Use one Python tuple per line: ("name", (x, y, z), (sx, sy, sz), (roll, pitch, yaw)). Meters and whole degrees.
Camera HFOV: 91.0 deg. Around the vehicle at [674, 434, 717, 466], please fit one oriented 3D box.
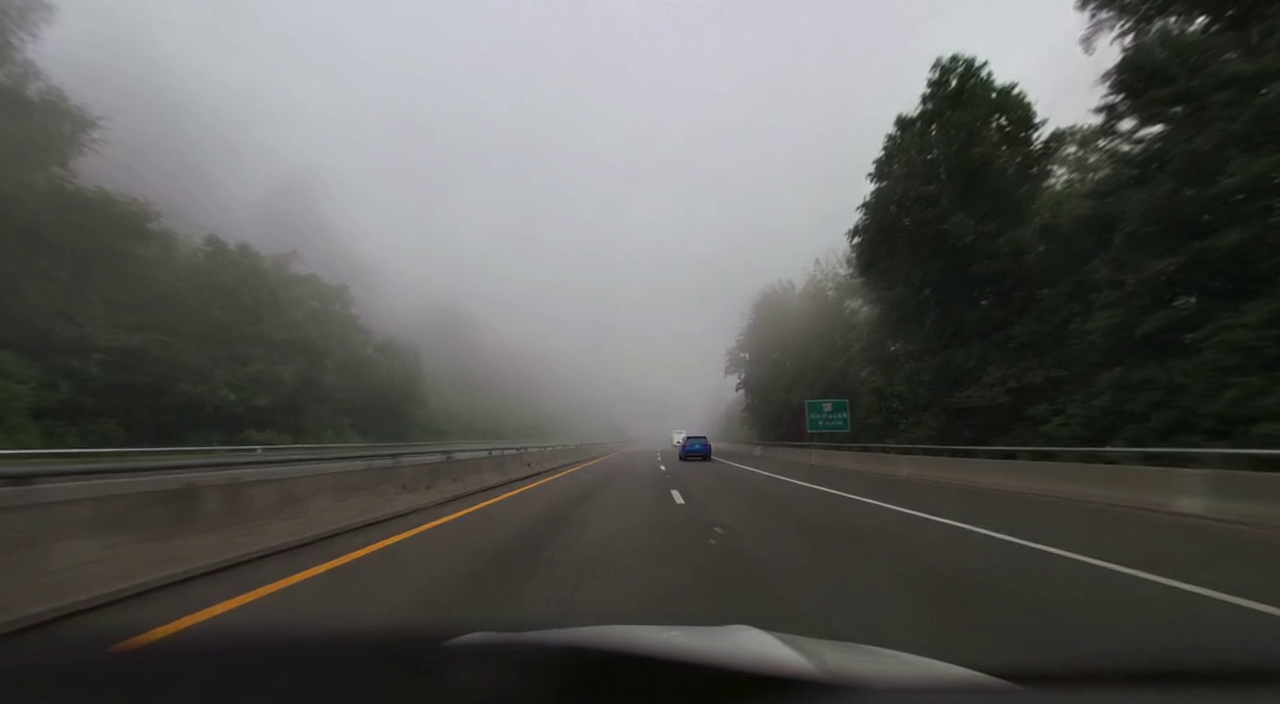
("vehicle", (3.064, 5.496, 35.433), (2.022, 1.663, 4.245), (-1, -8, 0))
